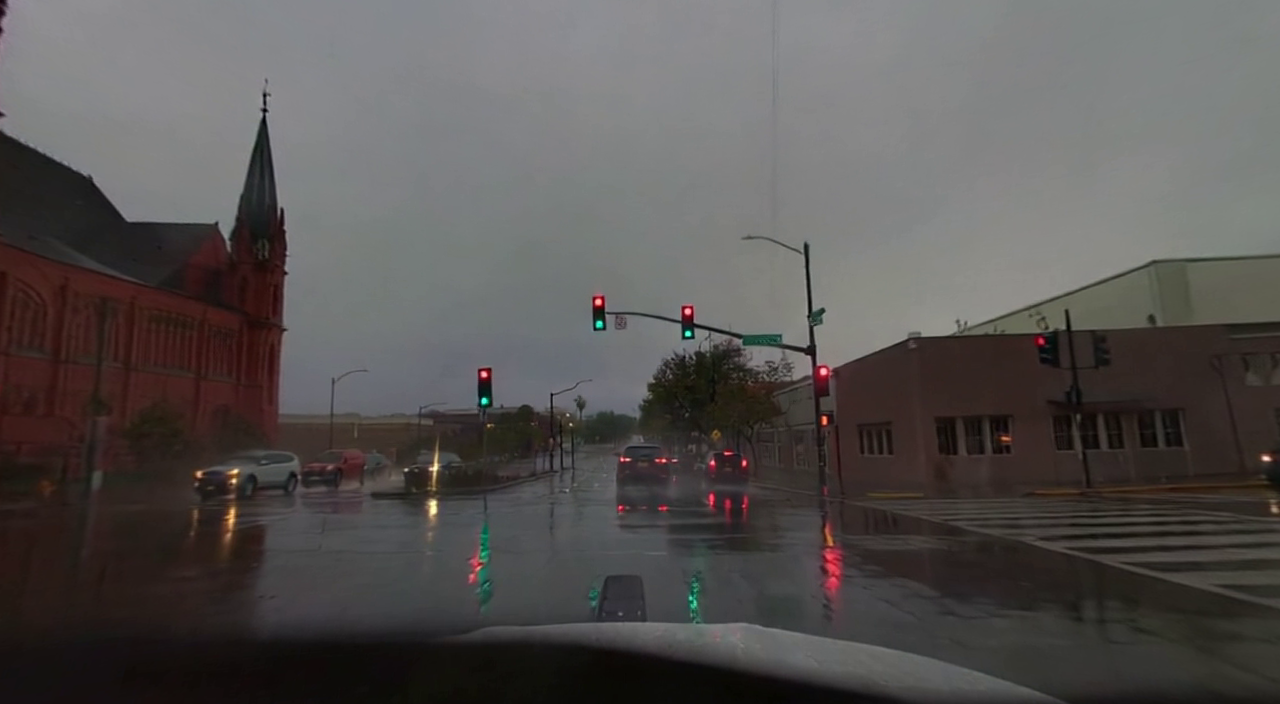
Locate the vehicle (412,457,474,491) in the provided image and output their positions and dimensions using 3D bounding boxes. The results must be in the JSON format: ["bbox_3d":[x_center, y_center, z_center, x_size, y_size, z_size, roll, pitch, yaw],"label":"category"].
[{"bbox_3d":[-11.410,7.049,36.881,2.170,1.746,4.565,0,-9,-1],"label":"vehicle"}]

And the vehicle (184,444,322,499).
[{"bbox_3d":[-14.954,4.738,24.905,1.969,1.896,5.404,-1,-11,0],"label":"vehicle"}]

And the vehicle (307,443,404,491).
[{"bbox_3d":[-11.832,4.914,26.648,2.069,1.790,4.358,-1,-12,-1],"label":"vehicle"}]

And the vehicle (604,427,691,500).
[{"bbox_3d":[0.160,3.080,17.797,2.168,1.776,4.135,0,-9,-1],"label":"vehicle"}]

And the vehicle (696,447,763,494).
[{"bbox_3d":[3.709,4.988,27.065,2.080,1.735,4.650,3,-9,0],"label":"vehicle"}]
